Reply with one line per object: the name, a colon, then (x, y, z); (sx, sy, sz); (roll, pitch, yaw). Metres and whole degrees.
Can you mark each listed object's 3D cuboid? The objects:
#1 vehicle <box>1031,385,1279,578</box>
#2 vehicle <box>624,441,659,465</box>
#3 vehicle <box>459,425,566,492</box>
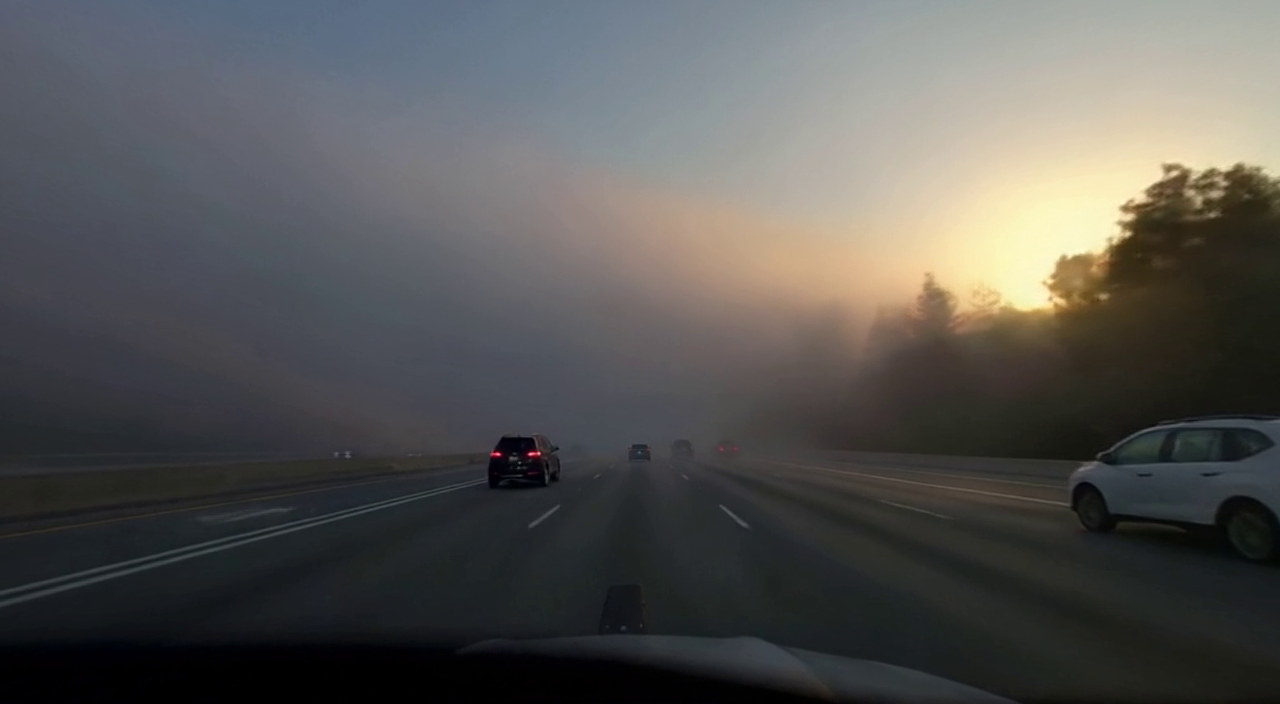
vehicle: (6.975, 1.361, 6.975); (2.123, 1.756, 4.959); (0, -8, 0)
vehicle: (0.083, 6.334, 39.725); (2.050, 1.452, 3.917); (0, -8, 0)
vehicle: (-3.702, 3.221, 19.385); (2.118, 1.750, 4.875); (-1, -8, 2)
